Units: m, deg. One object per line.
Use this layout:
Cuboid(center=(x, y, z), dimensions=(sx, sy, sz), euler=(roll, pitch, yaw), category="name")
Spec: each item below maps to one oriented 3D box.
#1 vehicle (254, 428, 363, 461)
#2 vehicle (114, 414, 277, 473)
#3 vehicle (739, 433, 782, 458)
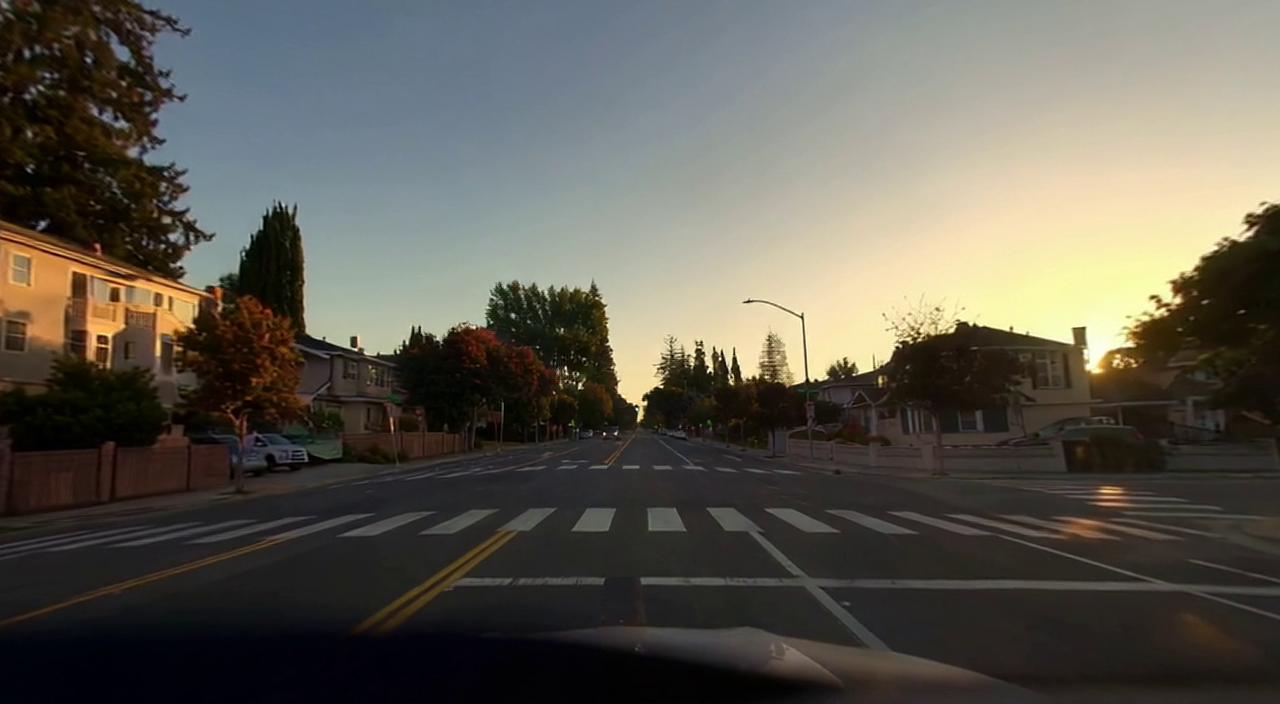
Cuboid(center=(-17.972, 5.055, 34.427), dimensions=(4.743, 1.734, 1.994), euler=(0, -9, 0), category="vehicle")
Cuboid(center=(-17.939, 3.712, 25.733), dimensions=(4.800, 2.259, 2.303), euler=(0, -9, -1), category="vehicle")
Cuboid(center=(7.970, 6.285, 42.211), dimensions=(2.029, 1.554, 4.705), euler=(0, -9, 1), category="vehicle")
